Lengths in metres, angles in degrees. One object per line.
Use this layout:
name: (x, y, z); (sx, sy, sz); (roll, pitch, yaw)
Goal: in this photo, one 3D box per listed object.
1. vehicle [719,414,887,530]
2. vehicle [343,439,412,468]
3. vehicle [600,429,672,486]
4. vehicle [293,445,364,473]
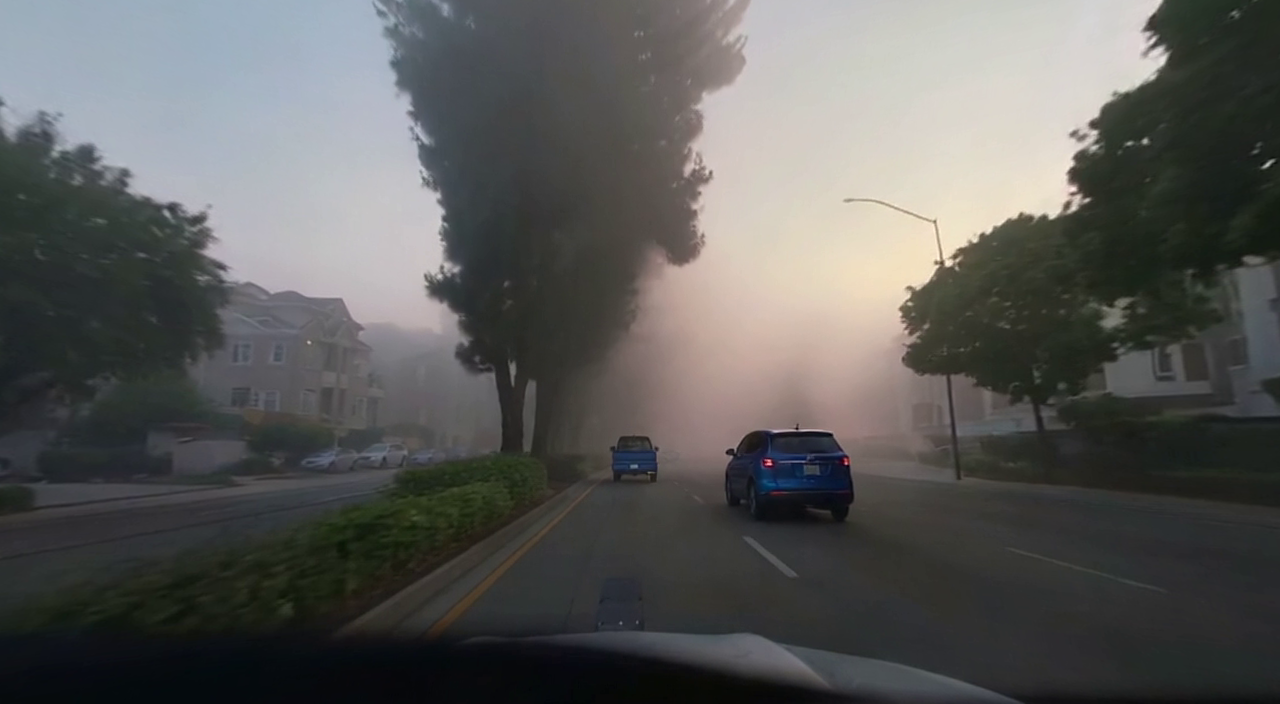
vehicle: (2.869, 2.250, 12.314); (2.033, 1.823, 4.409); (0, -9, -1)
vehicle: (-18.325, 7.159, 44.387); (2.195, 1.894, 5.489); (-2, -10, 3)
vehicle: (-0.084, 3.848, 23.270); (2.345, 1.841, 5.032); (0, -9, 1)
vehicle: (-18.578, 6.418, 37.951); (1.954, 1.570, 4.828); (1, -10, -2)
